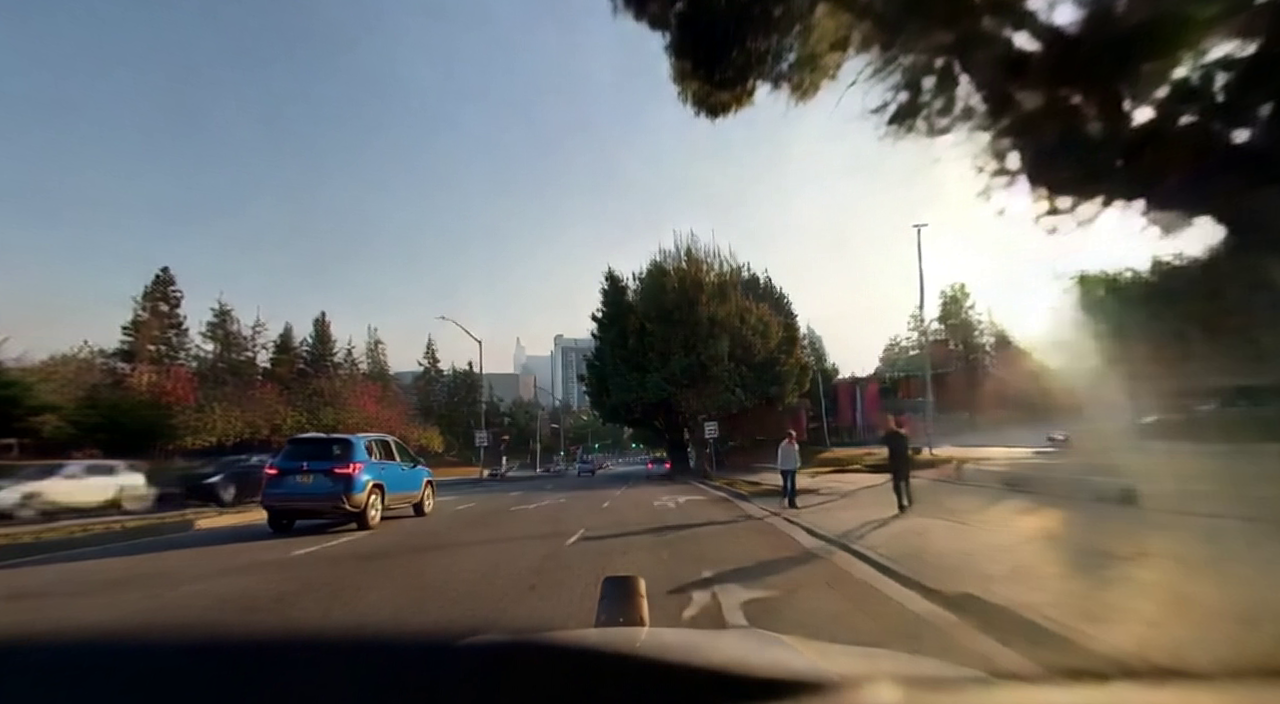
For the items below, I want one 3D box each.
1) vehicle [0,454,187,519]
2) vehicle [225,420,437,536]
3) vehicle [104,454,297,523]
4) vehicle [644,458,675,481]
[{"bbox_3d":[-15.728,3.767,18.190,1.997,1.603,4.404,0,-9,0],"label":"vehicle"},{"bbox_3d":[-5.867,2.450,12.731,2.027,1.908,4.273,-1,-9,1],"label":"vehicle"},{"bbox_3d":[-11.966,3.697,17.722,2.064,1.515,5.056,0,-8,-4],"label":"vehicle"},{"bbox_3d":[1.376,8.373,45.182,2.091,1.494,3.962,0,-9,0],"label":"vehicle"}]
